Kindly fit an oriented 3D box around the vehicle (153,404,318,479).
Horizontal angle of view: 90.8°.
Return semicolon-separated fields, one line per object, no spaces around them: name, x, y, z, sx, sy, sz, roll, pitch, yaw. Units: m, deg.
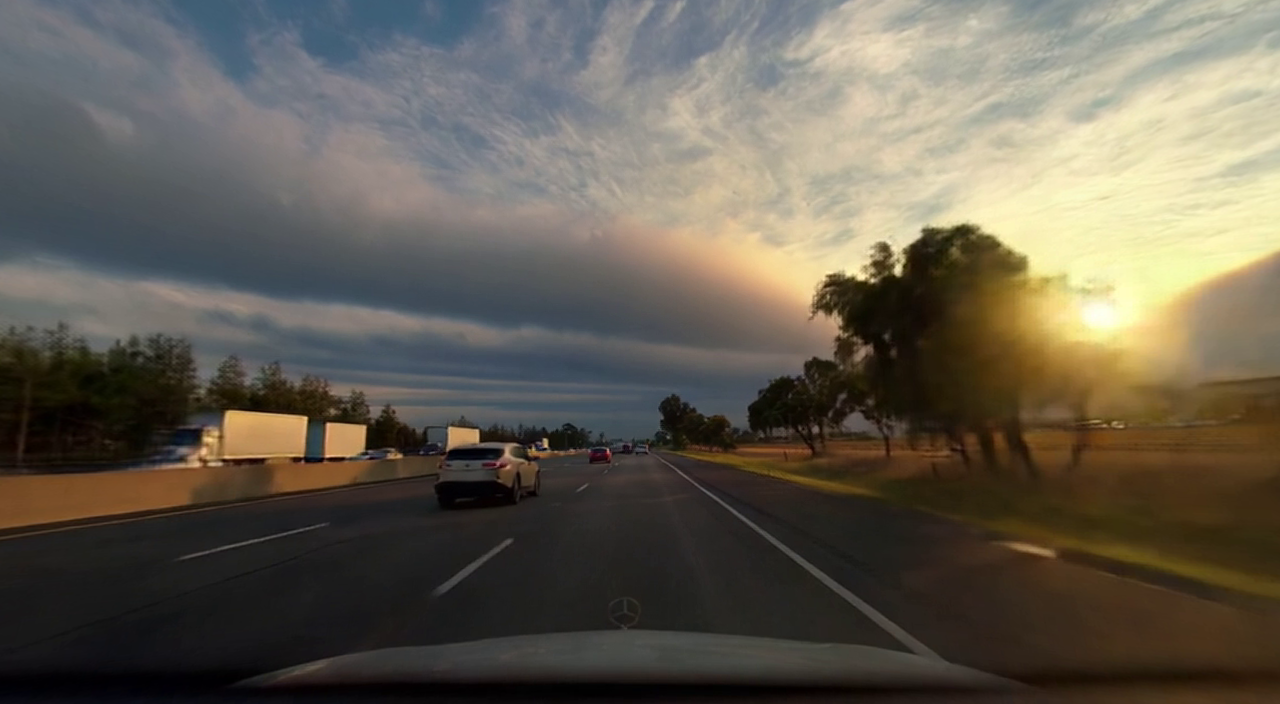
vehicle;-23.415;5.405;37.561;3.037;3.822;10.142;0;-9;0

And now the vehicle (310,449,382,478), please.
vehicle;-15.443;5.839;33.367;1.836;1.395;4.120;0;-9;0

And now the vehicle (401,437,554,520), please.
vehicle;-3.280;2.658;13.736;2.110;1.500;4.259;0;-9;1

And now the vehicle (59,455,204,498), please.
vehicle;-19.302;4.710;24.275;1.834;1.420;4.528;0;-9;-1
